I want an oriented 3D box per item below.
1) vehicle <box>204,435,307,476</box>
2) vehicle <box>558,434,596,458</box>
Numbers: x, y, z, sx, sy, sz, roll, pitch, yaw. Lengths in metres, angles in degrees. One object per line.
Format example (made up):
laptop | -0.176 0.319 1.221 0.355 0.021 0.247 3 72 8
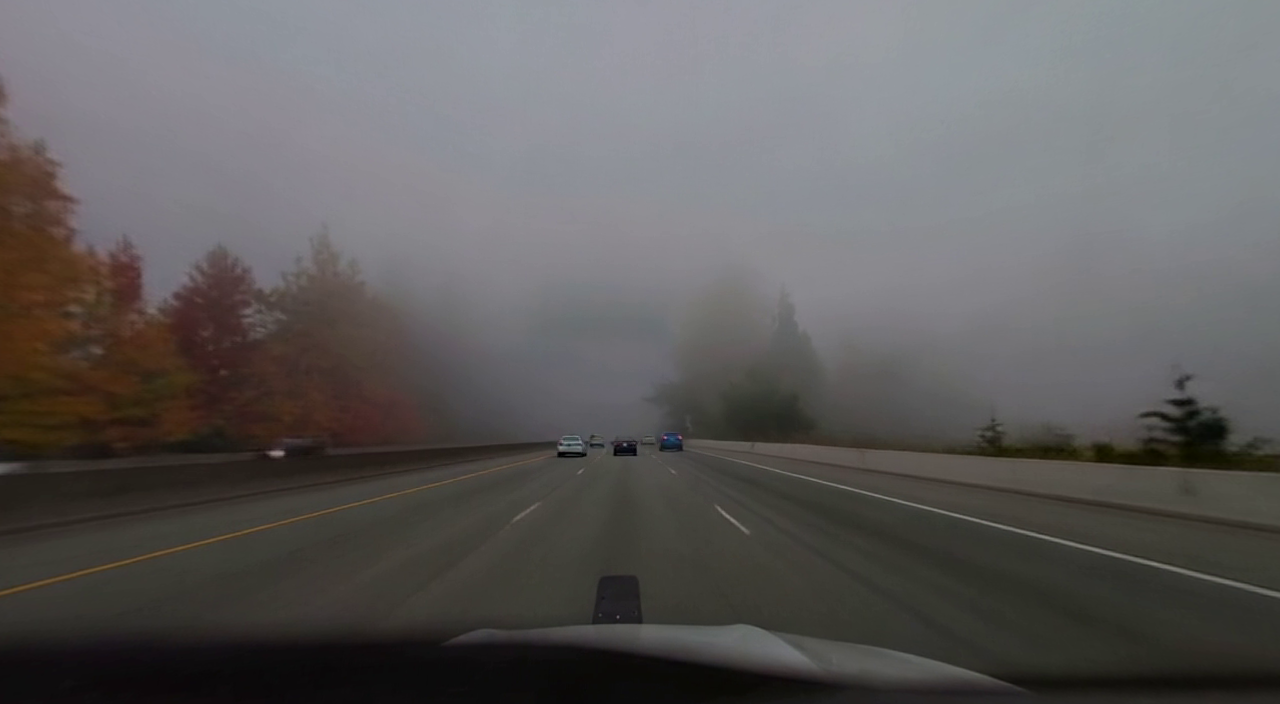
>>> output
vehicle | -20.329 5.461 33.604 2.166 2.003 5.341 0 -8 -1
vehicle | -4.144 6.264 41.956 2.103 1.507 4.367 0 -8 0
